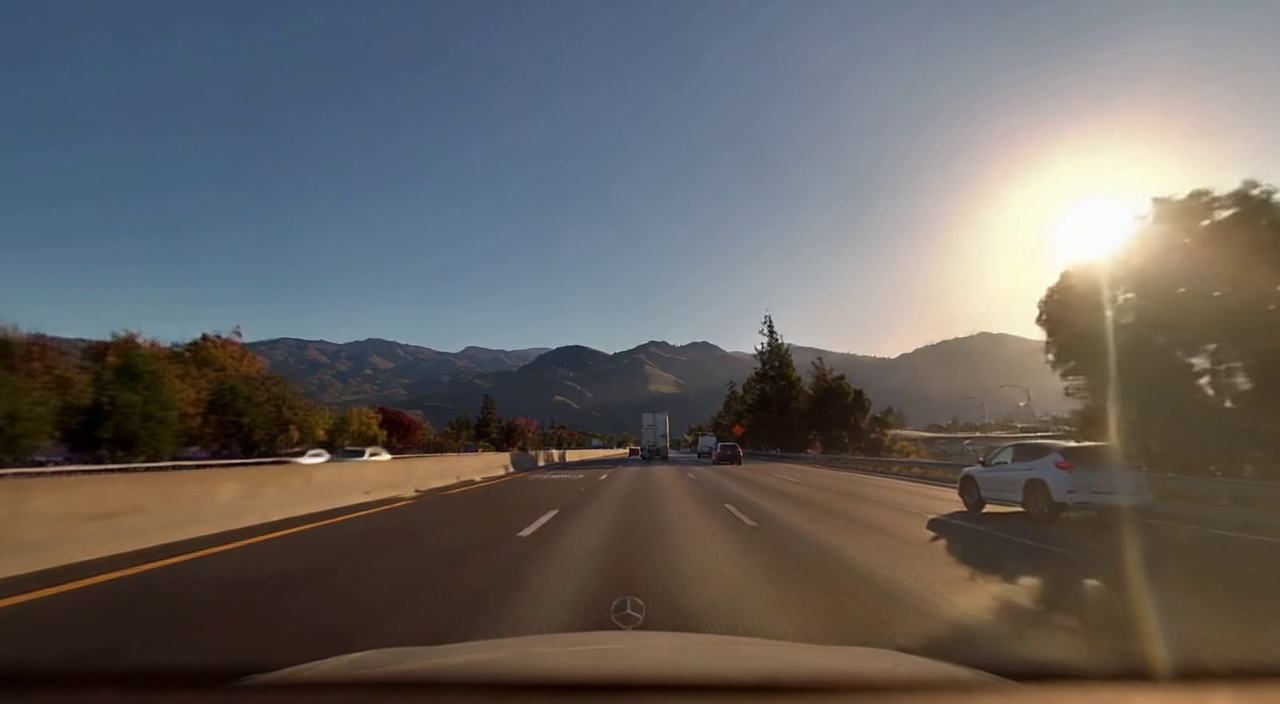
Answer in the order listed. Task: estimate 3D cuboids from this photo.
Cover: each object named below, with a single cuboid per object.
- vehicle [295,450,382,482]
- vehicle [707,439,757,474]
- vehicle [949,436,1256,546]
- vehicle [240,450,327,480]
[{"bbox_3d":[-15.207,5.744,32.074,2.011,1.473,4.649,0,-9,2],"label":"vehicle"},{"bbox_3d":[4.472,5.157,31.255,1.880,1.624,3.941,0,-8,0],"label":"vehicle"},{"bbox_3d":[7.236,2.180,10.582,1.982,1.440,4.171,0,-8,0],"label":"vehicle"},{"bbox_3d":[-19.152,6.056,34.102,1.956,1.472,4.506,0,-9,2],"label":"vehicle"}]
